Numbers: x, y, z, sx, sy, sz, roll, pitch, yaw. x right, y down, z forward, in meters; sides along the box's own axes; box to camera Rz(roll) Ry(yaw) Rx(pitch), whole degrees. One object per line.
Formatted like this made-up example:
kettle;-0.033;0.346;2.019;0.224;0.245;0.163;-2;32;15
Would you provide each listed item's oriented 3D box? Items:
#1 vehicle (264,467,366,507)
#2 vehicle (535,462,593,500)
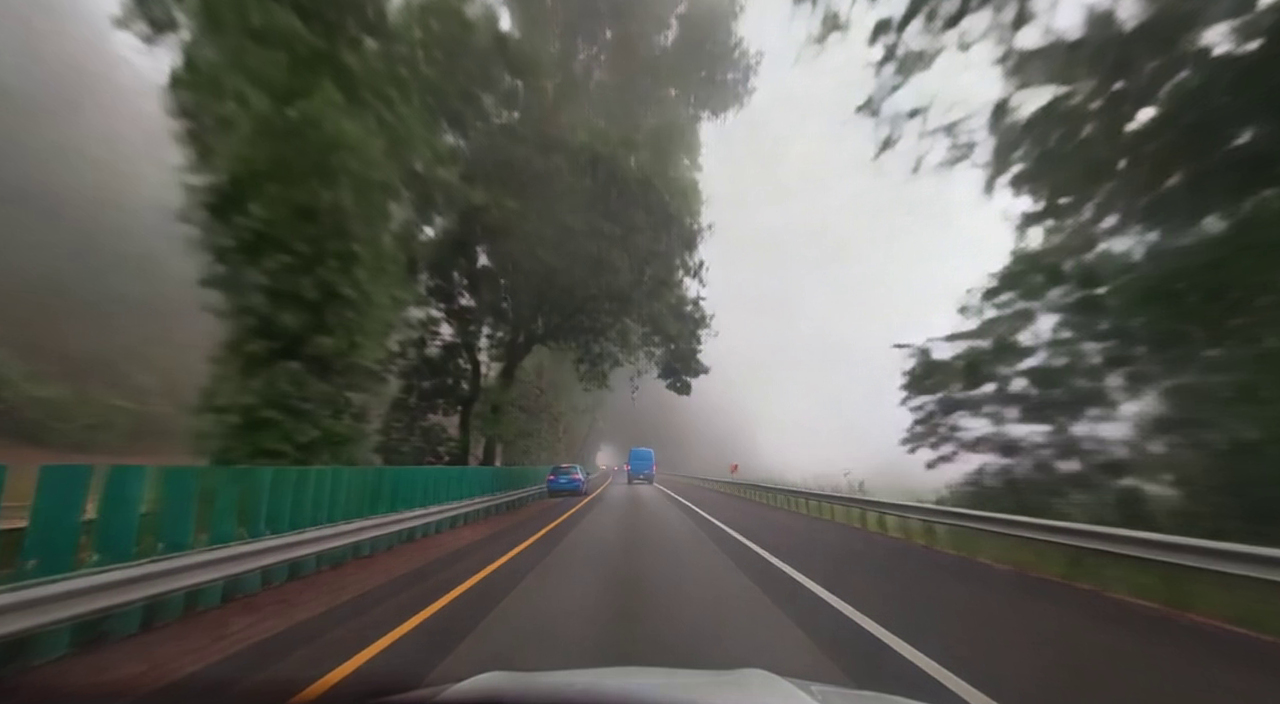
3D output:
vehicle;-12.278;5.107;24.102;1.782;1.376;3.933;1;-11;-1
vehicle;-3.281;5.694;27.918;2.038;1.490;4.391;1;-11;0
